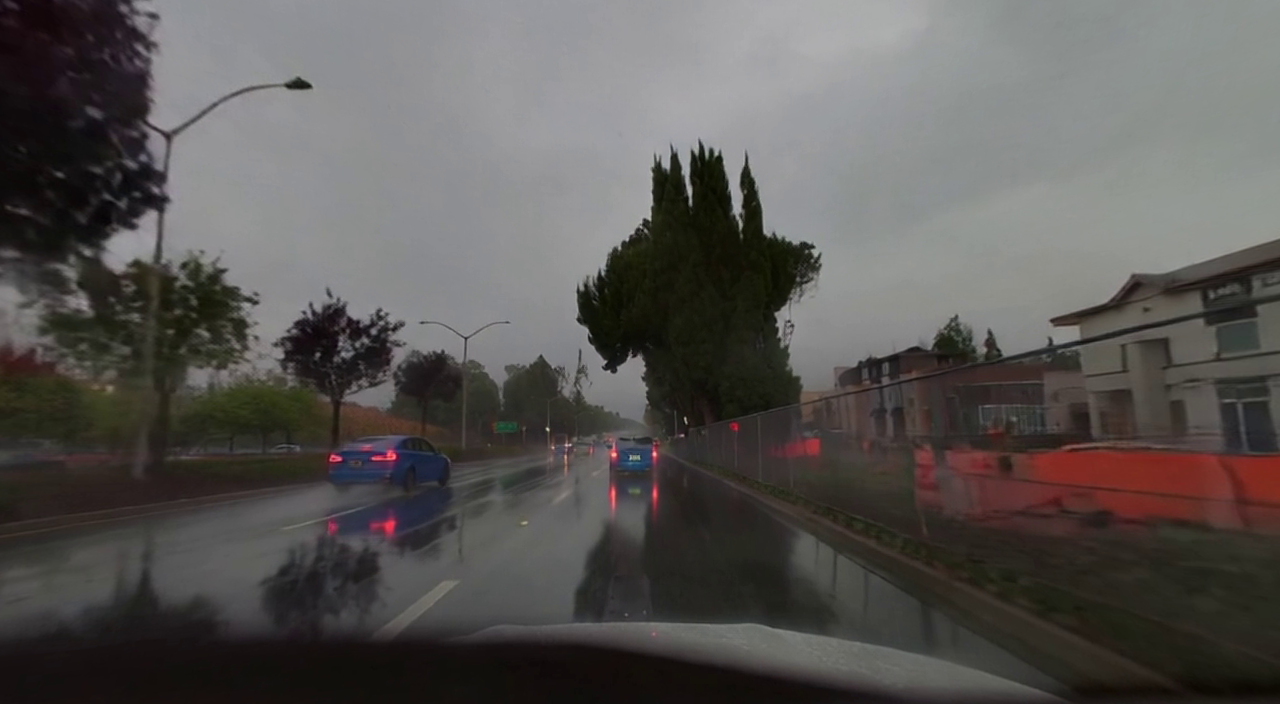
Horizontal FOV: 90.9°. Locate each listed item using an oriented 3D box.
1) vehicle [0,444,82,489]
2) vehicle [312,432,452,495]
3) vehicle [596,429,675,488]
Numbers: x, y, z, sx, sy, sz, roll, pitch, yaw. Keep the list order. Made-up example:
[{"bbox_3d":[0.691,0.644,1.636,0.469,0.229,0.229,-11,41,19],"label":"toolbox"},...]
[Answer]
[{"bbox_3d":[-26.237,4.695,26.100,1.931,1.759,4.703,0,-8,0],"label":"vehicle"},{"bbox_3d":[-6.766,2.957,17.153,1.877,1.479,4.430,0,-8,1],"label":"vehicle"},{"bbox_3d":[-0.162,3.314,19.956,2.227,1.654,4.091,0,-8,-1],"label":"vehicle"}]
